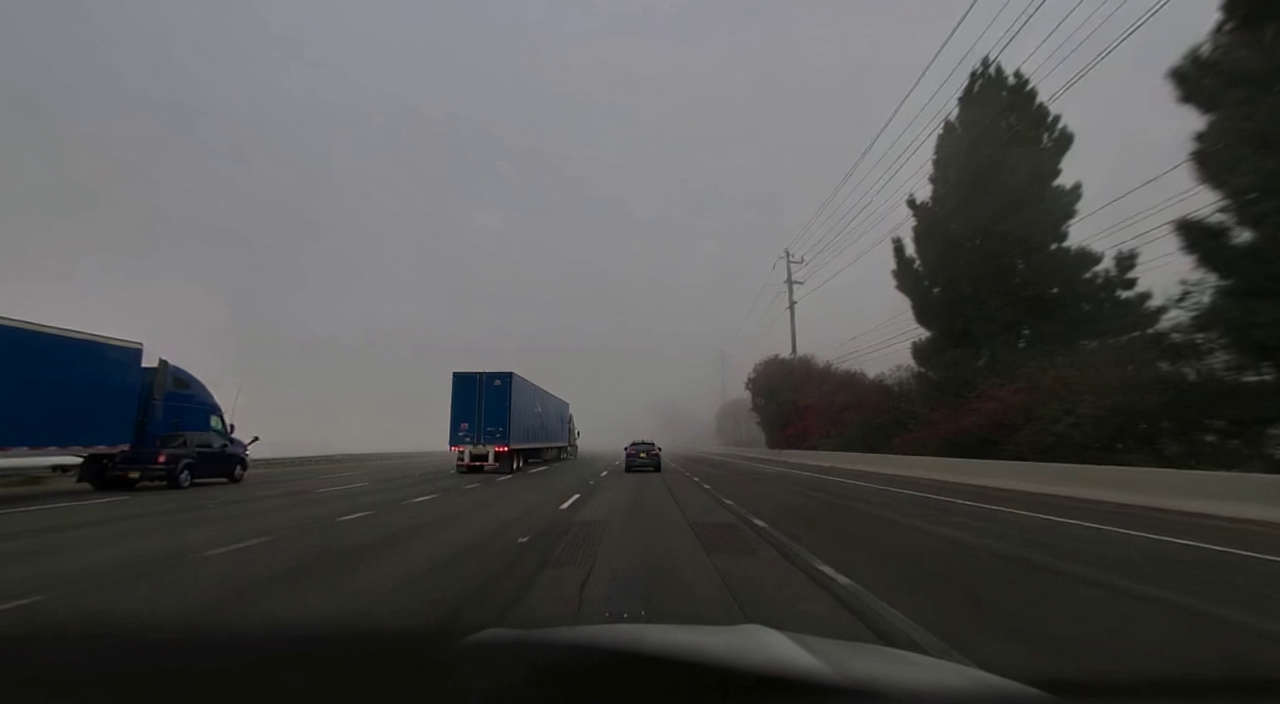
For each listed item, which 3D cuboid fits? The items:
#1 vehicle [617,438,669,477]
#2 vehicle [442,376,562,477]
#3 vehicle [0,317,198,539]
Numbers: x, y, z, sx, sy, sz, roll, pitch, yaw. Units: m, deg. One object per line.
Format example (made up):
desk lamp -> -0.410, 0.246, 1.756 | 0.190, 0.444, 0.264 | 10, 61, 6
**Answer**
vehicle -> 0.087, 4.499, 27.164 | 2.055, 1.514, 4.323 | 0, -8, 0
vehicle -> -6.516, 4.132, 33.198 | 2.907, 4.081, 15.311 | 0, -8, 0
vehicle -> -10.607, 0.959, 8.097 | 2.896, 3.140, 9.491 | 0, -8, 0
